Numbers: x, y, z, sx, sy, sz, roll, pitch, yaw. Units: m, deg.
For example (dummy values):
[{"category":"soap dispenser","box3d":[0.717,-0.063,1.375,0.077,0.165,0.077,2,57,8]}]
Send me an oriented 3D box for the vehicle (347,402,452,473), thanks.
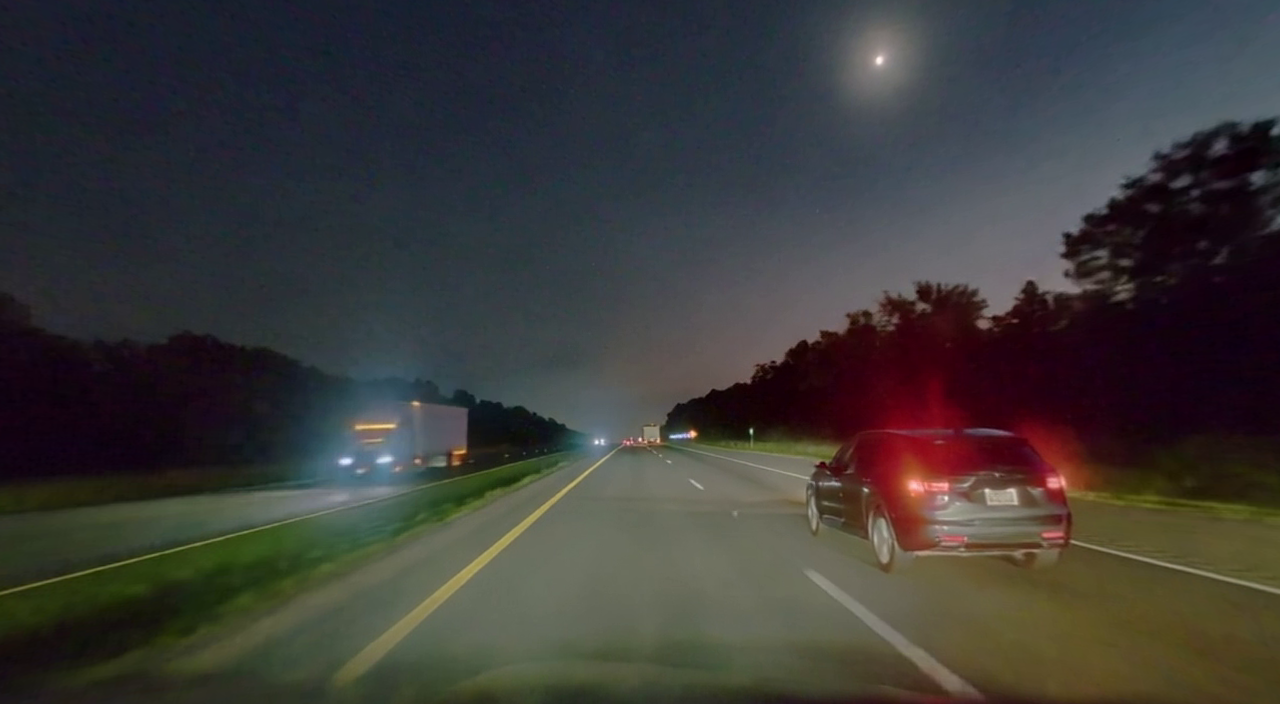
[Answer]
[{"category":"vehicle","box3d":[-12.477,4.527,33.439,2.770,3.343,7.147,0,-8,-1]}]
